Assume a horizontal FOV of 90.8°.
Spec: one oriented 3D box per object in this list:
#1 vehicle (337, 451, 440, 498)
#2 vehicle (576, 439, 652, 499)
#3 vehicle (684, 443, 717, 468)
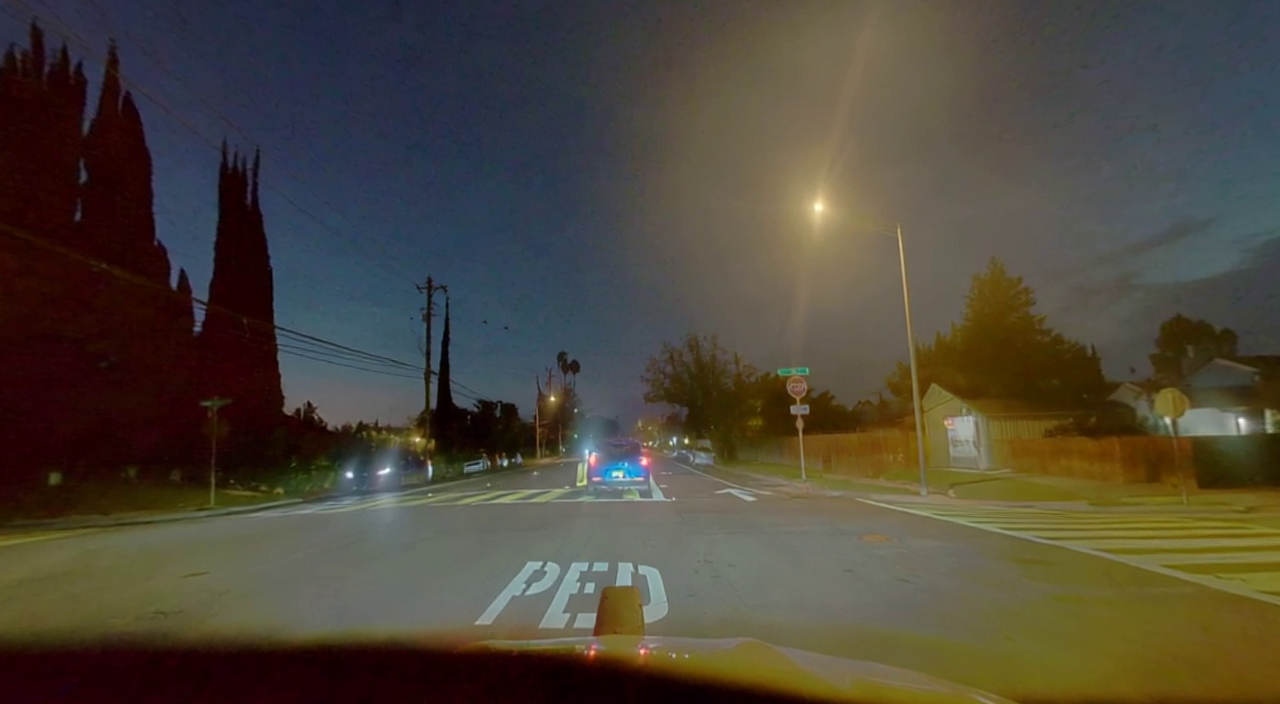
[{"bbox_3d":[-8.962,4.361,22.910,1.934,1.506,4.032,0,-9,2],"label":"vehicle"},{"bbox_3d":[-0.671,3.188,17.581,1.877,1.448,3.830,0,-9,-1],"label":"vehicle"},{"bbox_3d":[4.432,7.647,46.969,2.101,1.744,4.466,0,-9,1],"label":"vehicle"}]
